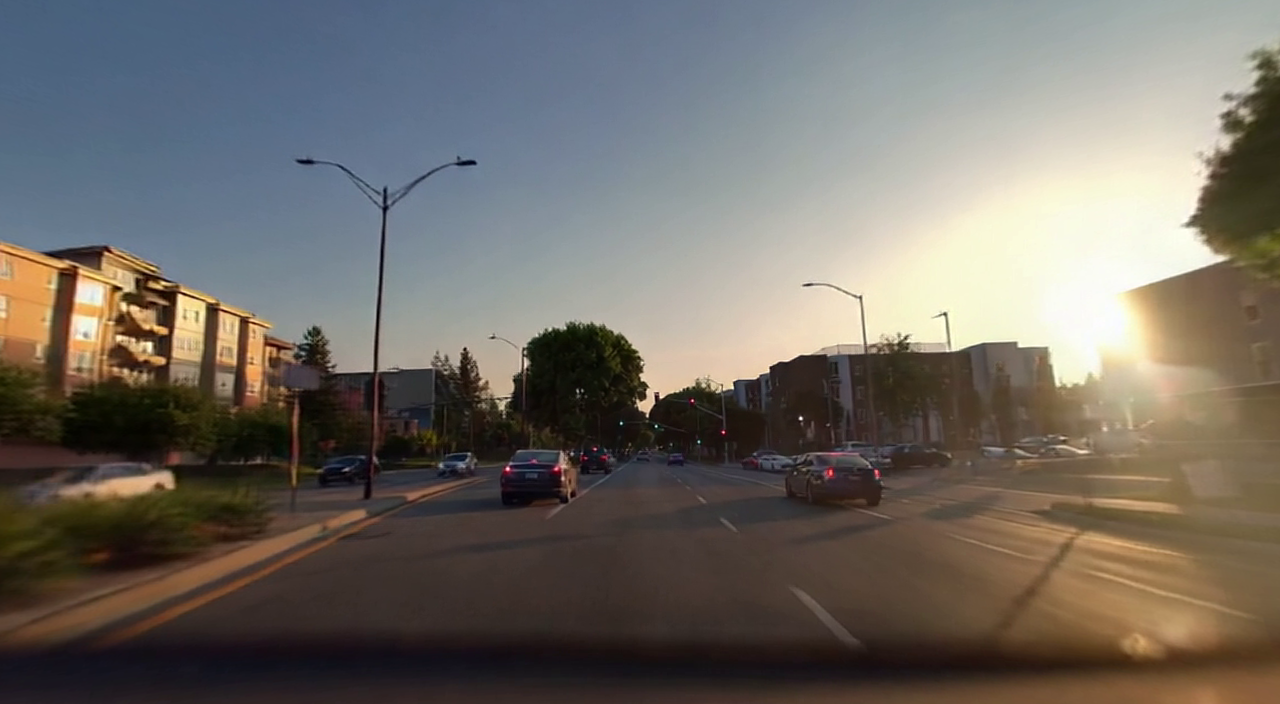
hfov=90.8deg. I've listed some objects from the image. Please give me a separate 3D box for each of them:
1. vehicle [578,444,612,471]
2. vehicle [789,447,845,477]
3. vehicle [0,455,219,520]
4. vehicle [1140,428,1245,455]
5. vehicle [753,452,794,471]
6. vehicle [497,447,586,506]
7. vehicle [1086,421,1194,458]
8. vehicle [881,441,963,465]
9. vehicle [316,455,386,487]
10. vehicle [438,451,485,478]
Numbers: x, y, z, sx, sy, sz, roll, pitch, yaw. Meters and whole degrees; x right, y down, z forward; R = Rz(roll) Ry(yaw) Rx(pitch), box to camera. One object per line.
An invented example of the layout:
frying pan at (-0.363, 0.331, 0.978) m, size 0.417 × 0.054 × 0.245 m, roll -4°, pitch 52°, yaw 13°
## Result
vehicle at (-3.310, 7.899, 47.387) m, size 2.220 × 1.888 × 4.904 m, roll 0°, pitch -9°, yaw 0°
vehicle at (10.476, 6.529, 37.757) m, size 1.975 × 1.677 × 4.400 m, roll 0°, pitch -9°, yaw -1°
vehicle at (-14.301, 3.615, 17.419) m, size 2.149 × 1.468 × 4.707 m, roll 0°, pitch -9°, yaw -1°
vehicle at (34.035, 5.540, 39.006) m, size 4.531 × 1.596 × 1.929 m, roll -1°, pitch -9°, yaw 2°
vehicle at (10.371, 8.567, 49.572) m, size 2.045 × 1.418 × 4.869 m, roll 0°, pitch -9°, yaw -1°
vehicle at (-2.663, 3.484, 18.116) m, size 2.144 × 1.447 × 4.421 m, roll 0°, pitch -9°, yaw -4°
vehicle at (33.402, 5.893, 42.329) m, size 5.156 × 2.086 × 2.144 m, roll -3°, pitch -11°, yaw 1°
vehicle at (18.549, 6.655, 41.743) m, size 4.416 × 1.519 × 1.988 m, roll -1°, pitch -9°, yaw 2°
vehicle at (-14.436, 5.951, 31.800) m, size 1.808 × 1.444 × 3.609 m, roll 0°, pitch -9°, yaw -1°
vehicle at (-11.056, 6.969, 39.315) m, size 1.867 × 1.524 × 3.654 m, roll 0°, pitch -9°, yaw 0°
